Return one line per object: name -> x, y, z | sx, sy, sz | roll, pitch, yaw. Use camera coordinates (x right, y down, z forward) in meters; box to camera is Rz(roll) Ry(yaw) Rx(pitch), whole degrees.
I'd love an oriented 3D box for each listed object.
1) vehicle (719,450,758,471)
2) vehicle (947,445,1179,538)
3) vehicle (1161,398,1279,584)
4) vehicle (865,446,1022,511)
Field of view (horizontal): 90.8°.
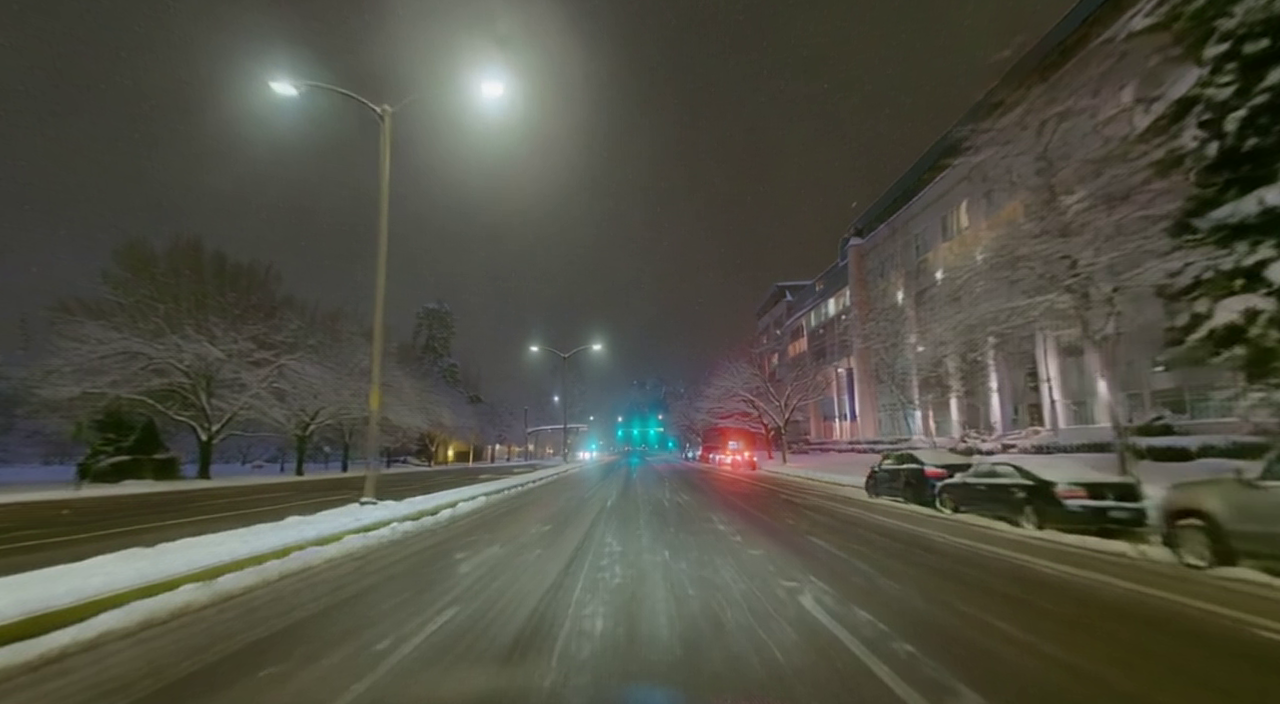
vehicle -> 7.522, 8.352, 48.908 | 2.066, 1.451, 4.783 | 0, -8, -2
vehicle -> 7.749, 2.531, 12.136 | 1.714, 1.439, 4.020 | 0, -8, 1
vehicle -> 7.593, 1.272, 5.488 | 2.152, 1.869, 4.476 | 0, -8, -2
vehicle -> 7.853, 3.275, 16.925 | 1.913, 1.465, 4.446 | 0, -8, -1
